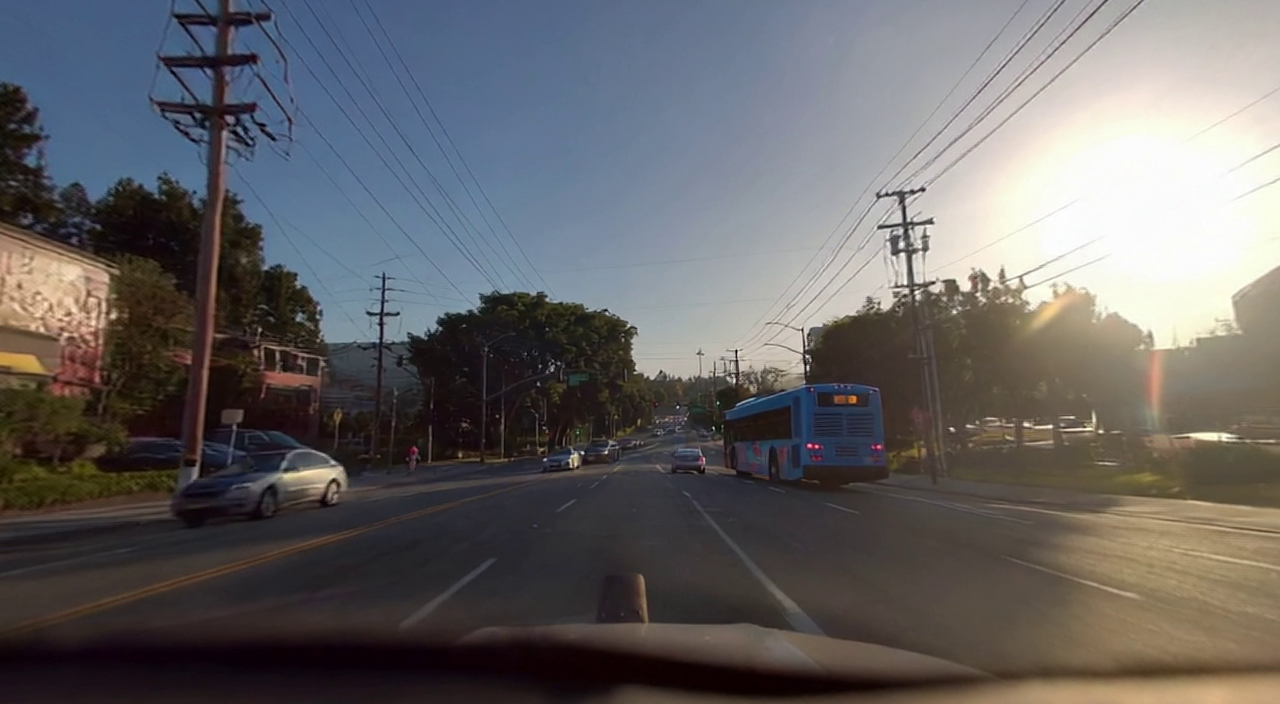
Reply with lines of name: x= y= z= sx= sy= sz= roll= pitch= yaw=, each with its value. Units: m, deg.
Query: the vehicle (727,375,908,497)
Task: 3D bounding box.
vehicle: x=5.882 y=3.261 z=24.237 sx=3.045 sy=3.447 sz=12.604 roll=0 pitch=-8 yaw=-1

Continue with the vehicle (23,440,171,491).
vehicle: x=-23.418 y=4.883 z=27.392 sx=4.497 sy=2.023 sz=2.073 roll=-1 pitch=-7 yaw=1

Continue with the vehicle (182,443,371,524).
vehicle: x=-8.645 y=3.106 z=15.616 sx=2.017 sy=1.659 sz=4.405 roll=0 pitch=-8 yaw=0

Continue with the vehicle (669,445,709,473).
vehicle: x=2.807 y=6.196 z=36.915 sx=1.961 sy=1.470 sz=4.196 roll=0 pitch=-8 yaw=0

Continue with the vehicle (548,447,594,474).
vehicle: x=-4.037 y=6.419 z=37.587 sx=1.915 sy=1.452 sz=4.654 roll=-1 pitch=-8 yaw=4

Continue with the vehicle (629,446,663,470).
vehicle: x=0.341 y=6.950 z=41.789 sx=2.016 sy=1.464 sz=4.089 roll=0 pitch=-8 yaw=-3

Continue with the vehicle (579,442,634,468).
vehicle: x=-2.482 y=7.751 z=47.732 sx=2.076 sy=1.815 sz=4.464 roll=-5 pitch=-9 yaw=29
